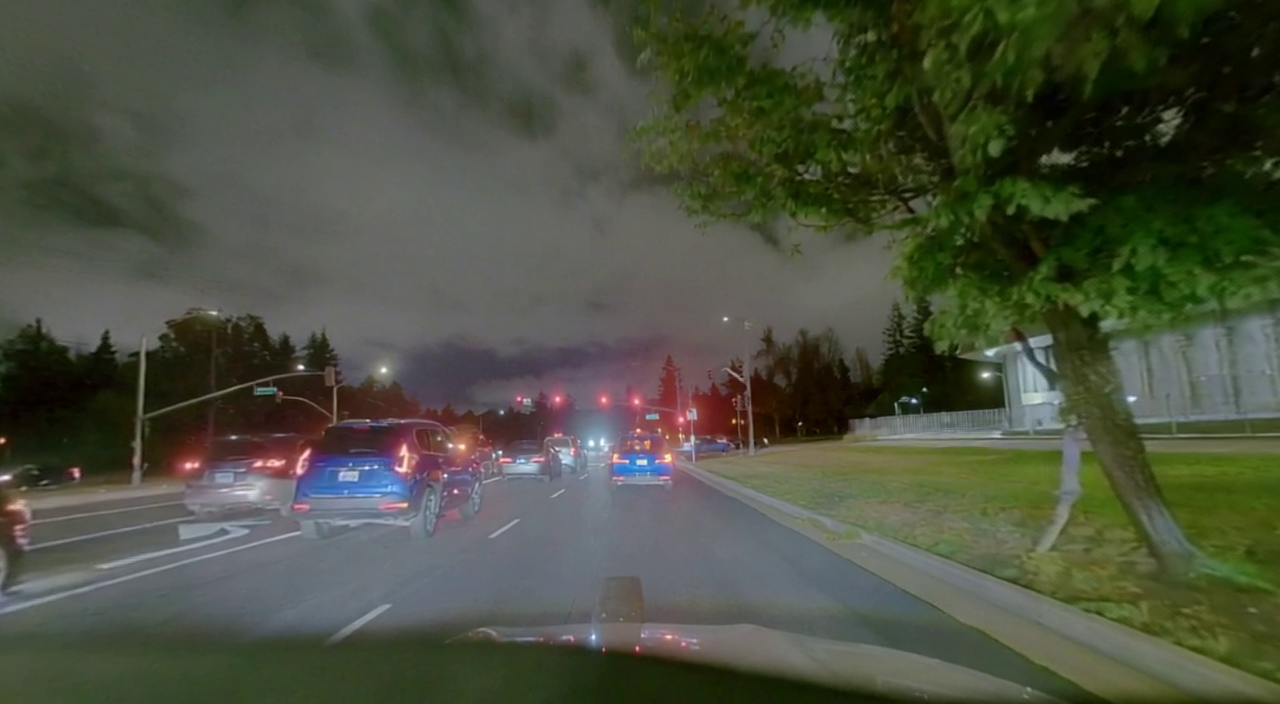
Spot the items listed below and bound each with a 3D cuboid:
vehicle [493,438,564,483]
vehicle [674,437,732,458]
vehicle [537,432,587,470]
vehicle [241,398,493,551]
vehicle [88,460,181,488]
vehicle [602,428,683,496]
[{"bbox_3d":[-4.131,4.093,24.135,1.942,1.523,4.212,0,-8,0],"label":"vehicle"},{"bbox_3d":[4.873,7.392,48.913,4.265,1.498,1.826,-2,-9,11],"label":"vehicle"},{"bbox_3d":[-3.944,5.146,32.864,2.043,1.813,4.549,0,-8,0],"label":"vehicle"},{"bbox_3d":[-4.097,1.944,10.725,2.088,1.947,5.119,0,-8,-1],"label":"vehicle"},{"bbox_3d":[-31.277,7.526,39.301,1.906,1.478,4.784,0,-8,-2],"label":"vehicle"},{"bbox_3d":[0.058,3.104,18.121,2.055,1.681,4.270,0,-8,0],"label":"vehicle"}]
